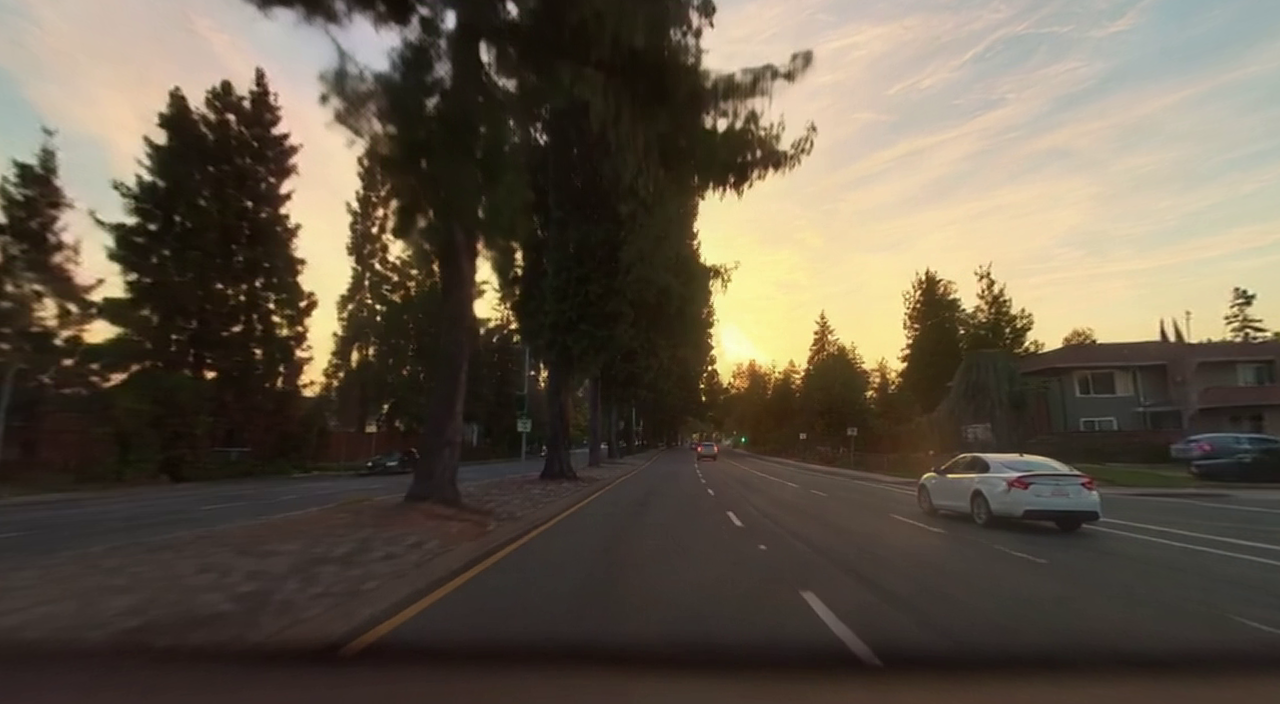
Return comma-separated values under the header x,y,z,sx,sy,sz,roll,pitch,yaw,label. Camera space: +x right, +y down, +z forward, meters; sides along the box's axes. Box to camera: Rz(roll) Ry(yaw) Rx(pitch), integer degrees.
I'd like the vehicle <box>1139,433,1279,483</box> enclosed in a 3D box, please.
x,y,z,sx,sy,sz,roll,pitch,yaw,label
21.521,3.911,23.531,2.011,1.661,4.712,0,-8,2,vehicle

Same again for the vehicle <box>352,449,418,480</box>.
x,y,z,sx,sy,sz,roll,pitch,yaw,label
-15.694,6.916,39.051,2.026,1.690,4.656,0,-8,2,vehicle

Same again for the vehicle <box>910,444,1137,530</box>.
x,y,z,sx,sy,sz,roll,pitch,yaw,label
7.486,2.621,12.971,1.855,1.444,4.389,0,-8,-1,vehicle
